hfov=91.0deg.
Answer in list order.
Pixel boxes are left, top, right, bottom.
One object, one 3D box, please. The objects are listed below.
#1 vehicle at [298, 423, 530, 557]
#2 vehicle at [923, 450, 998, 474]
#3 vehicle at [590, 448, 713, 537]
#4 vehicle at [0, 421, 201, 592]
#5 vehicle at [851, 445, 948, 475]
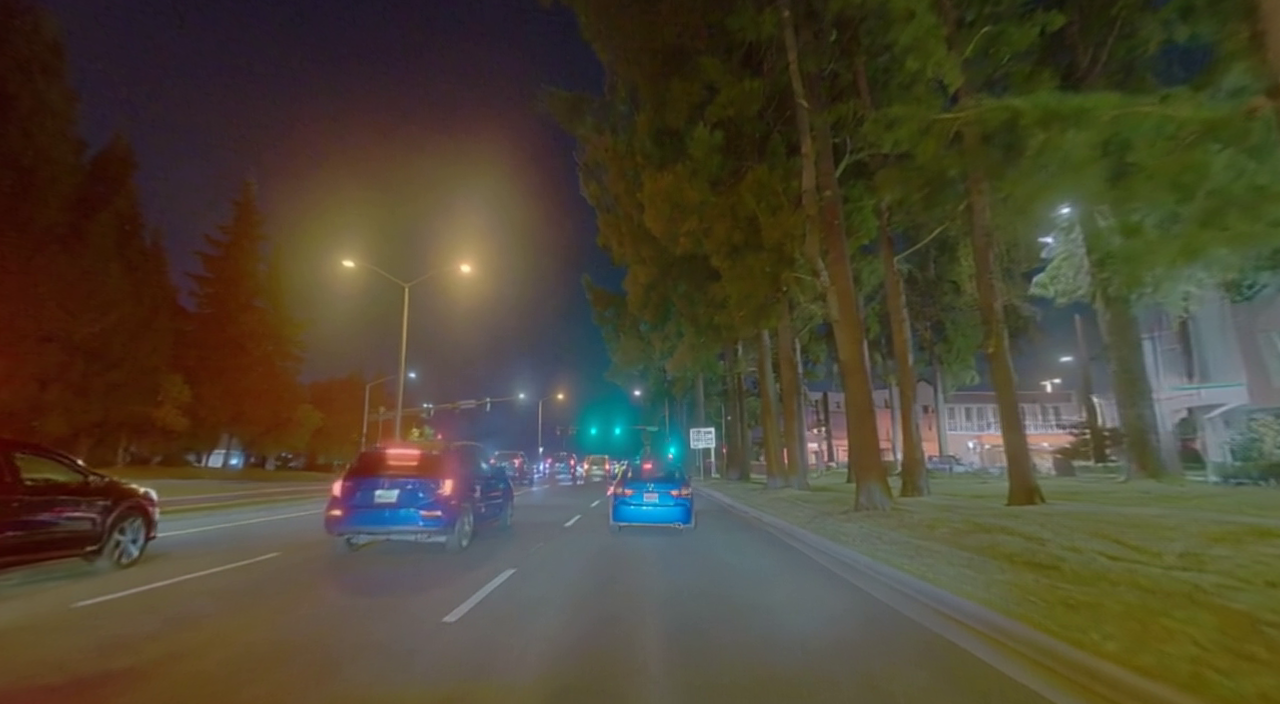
[{"bbox_3d":[-3.362,2.152,10.618,2.055,1.725,4.732,0,-9,1],"label":"vehicle"},{"bbox_3d":[22.511,7.733,44.300,4.220,1.550,1.935,-10,-13,43],"label":"vehicle"},{"bbox_3d":[0.237,2.718,12.843,2.091,1.494,3.962,0,-8,1],"label":"vehicle"},{"bbox_3d":[-7.224,1.591,6.679,1.968,1.657,4.230,0,-9,1],"label":"vehicle"},{"bbox_3d":[18.316,7.594,44.656,5.852,1.962,2.323,-8,-11,41],"label":"vehicle"}]
